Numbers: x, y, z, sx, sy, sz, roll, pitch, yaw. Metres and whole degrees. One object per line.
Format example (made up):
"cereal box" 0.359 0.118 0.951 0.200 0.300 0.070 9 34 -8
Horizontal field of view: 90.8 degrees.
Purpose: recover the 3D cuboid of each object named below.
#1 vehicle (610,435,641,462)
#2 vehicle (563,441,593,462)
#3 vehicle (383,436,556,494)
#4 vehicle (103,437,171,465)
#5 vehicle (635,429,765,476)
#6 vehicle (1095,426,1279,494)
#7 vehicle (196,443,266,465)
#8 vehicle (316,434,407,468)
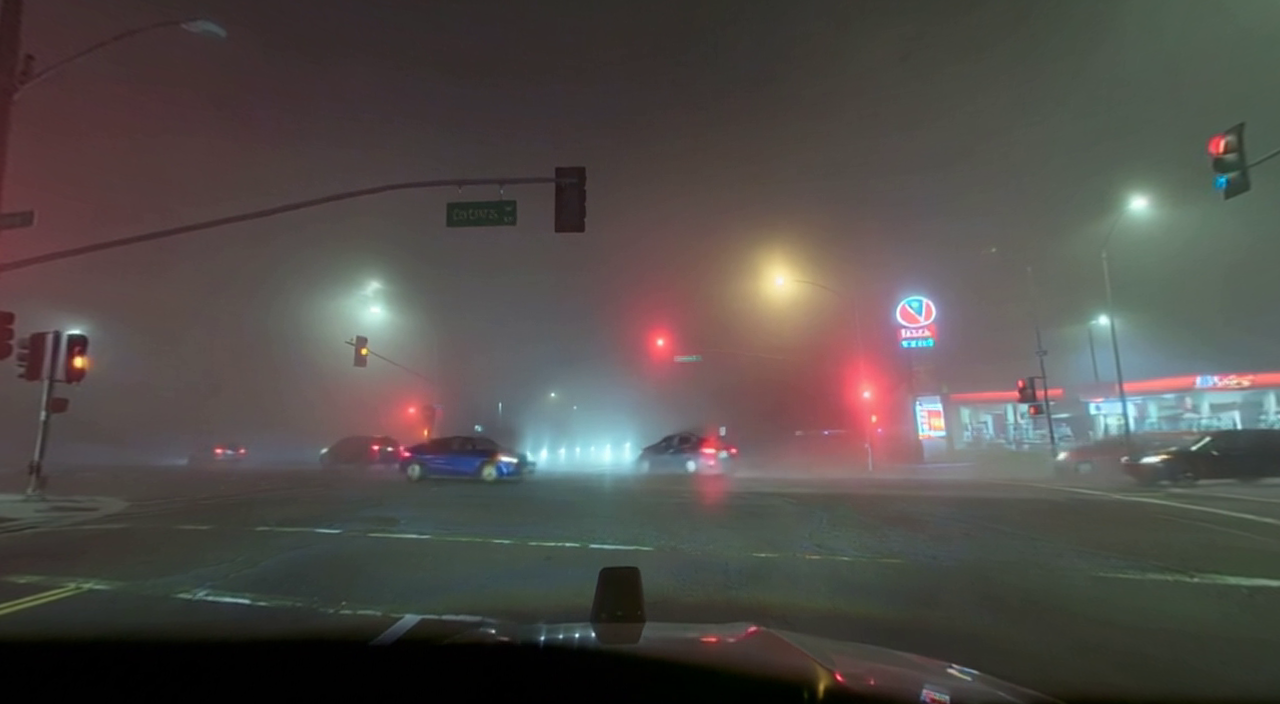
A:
"vehicle" -1.114 6.927 45.454 2.083 1.764 5.011 0 -8 -3
"vehicle" -4.604 7.458 47.572 2.003 1.481 4.091 0 -8 -2
"vehicle" -4.851 3.138 17.877 4.670 1.458 1.959 -5 -10 30
"vehicle" -34.163 6.715 42.915 4.311 1.742 1.864 -5 -9 27
"vehicle" 2.282 3.854 24.380 4.568 1.643 1.911 -4 -9 26
"vehicle" 14.211 2.601 15.365 4.681 1.495 2.096 -4 -9 25
"vehicle" -28.520 7.086 44.030 4.801 1.466 1.830 -5 -9 27
"vehicle" -14.716 5.226 33.326 4.562 1.676 1.819 -5 -9 27
